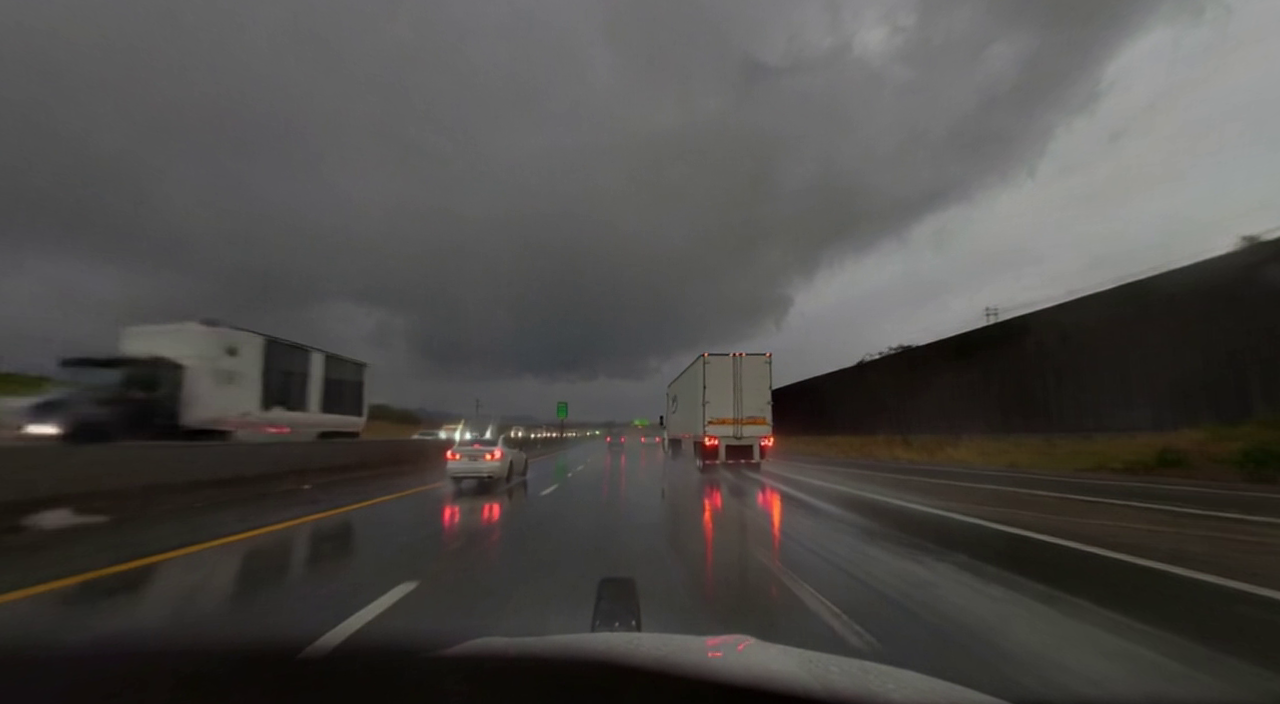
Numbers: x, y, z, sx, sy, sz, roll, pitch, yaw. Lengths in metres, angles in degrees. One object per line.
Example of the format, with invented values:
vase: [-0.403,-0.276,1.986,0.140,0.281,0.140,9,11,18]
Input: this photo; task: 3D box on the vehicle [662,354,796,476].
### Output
vehicle: [3.215,3.017,28.113,3.241,4.042,14.292,0,-8,-3]

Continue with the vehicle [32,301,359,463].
vehicle: [-12.282,1.313,19.295,2.938,3.692,9.880,0,-8,-1]

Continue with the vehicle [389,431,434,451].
vehicle: [-17.174,6.706,47.530,1.806,1.429,4.397,0,-8,-1]

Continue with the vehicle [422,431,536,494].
vehicle: [-4.106,2.862,16.874,1.971,1.444,4.401,0,-8,-1]
